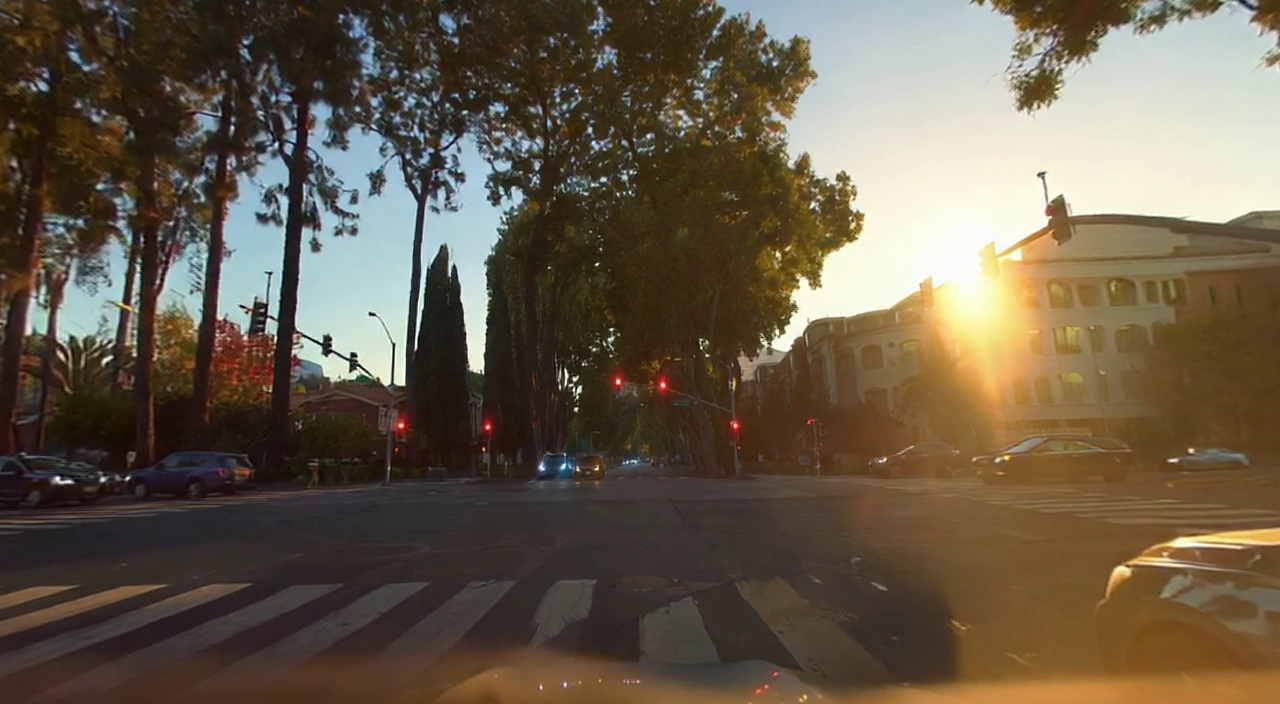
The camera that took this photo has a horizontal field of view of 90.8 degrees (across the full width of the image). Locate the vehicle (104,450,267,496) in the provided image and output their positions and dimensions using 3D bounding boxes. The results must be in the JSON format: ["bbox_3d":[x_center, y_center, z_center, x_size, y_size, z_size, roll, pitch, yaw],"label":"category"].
[{"bbox_3d":[-18.737,5.013,26.289,4.798,1.763,2.536,0,-10,0],"label":"vehicle"}]

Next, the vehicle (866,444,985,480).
[{"bbox_3d":[15.581,6.011,34.770,5.220,1.897,2.596,0,-8,0],"label":"vehicle"}]

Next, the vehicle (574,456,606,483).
[{"bbox_3d":[-3.554,8.430,45.477,2.162,1.740,4.728,0,-8,-3],"label":"vehicle"}]

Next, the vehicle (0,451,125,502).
[{"bbox_3d":[-22.070,4.462,22.881,4.748,1.727,2.325,0,-8,1],"label":"vehicle"}]

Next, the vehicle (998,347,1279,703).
[{"bbox_3d":[3.737,0.893,2.843,2.227,1.705,4.719,-2,-8,11],"label":"vehicle"}]
